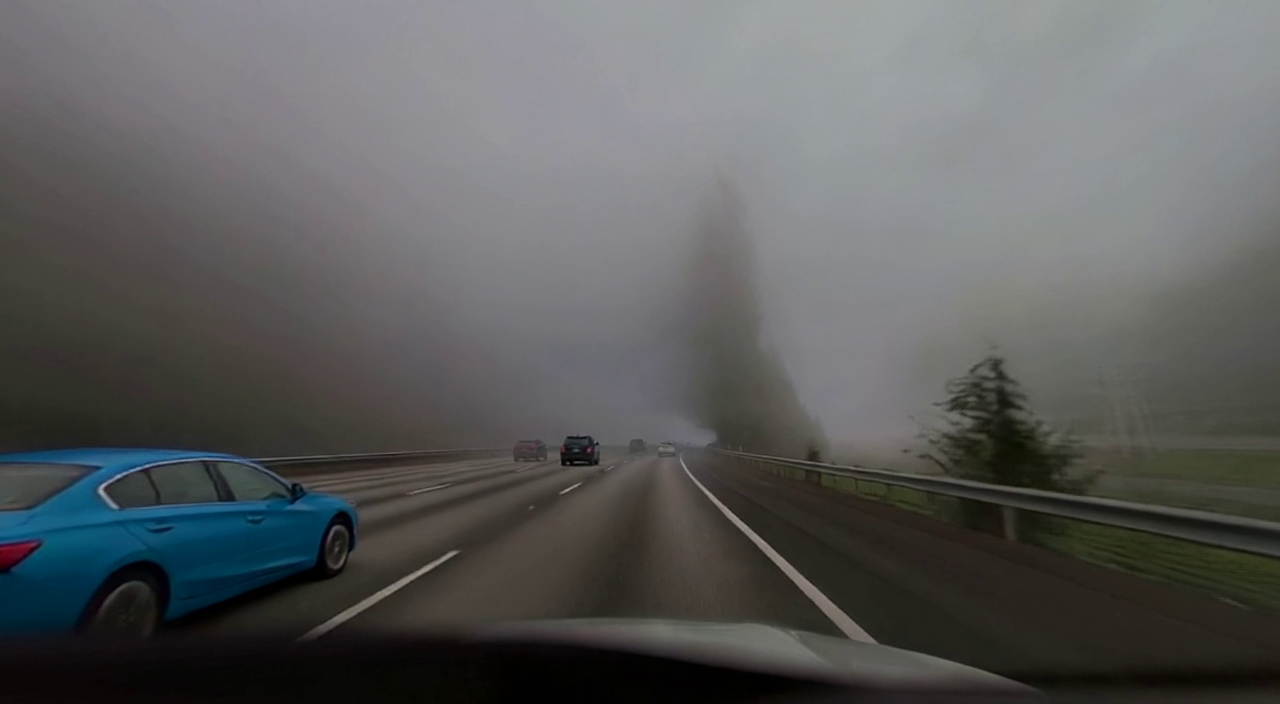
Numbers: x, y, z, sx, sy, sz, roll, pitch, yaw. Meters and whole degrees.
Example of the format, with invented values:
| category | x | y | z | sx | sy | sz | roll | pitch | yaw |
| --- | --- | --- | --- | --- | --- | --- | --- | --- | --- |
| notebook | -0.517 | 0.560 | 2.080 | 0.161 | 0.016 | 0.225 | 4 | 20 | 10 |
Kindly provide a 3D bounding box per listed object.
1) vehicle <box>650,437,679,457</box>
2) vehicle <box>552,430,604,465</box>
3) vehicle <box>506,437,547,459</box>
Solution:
| category | x | y | z | sx | sy | sz | roll | pitch | yaw |
| --- | --- | --- | --- | --- | --- | --- | --- | --- | --- |
| vehicle | 1.883 | 7.162 | 47.509 | 2.113 | 1.464 | 4.073 | -1 | -8 | 4 |
| vehicle | -3.203 | 5.091 | 33.586 | 2.071 | 1.716 | 4.363 | 0 | -8 | 3 |
| vehicle | -7.775 | 6.642 | 43.548 | 1.883 | 1.411 | 4.053 | 0 | -8 | 3 |
